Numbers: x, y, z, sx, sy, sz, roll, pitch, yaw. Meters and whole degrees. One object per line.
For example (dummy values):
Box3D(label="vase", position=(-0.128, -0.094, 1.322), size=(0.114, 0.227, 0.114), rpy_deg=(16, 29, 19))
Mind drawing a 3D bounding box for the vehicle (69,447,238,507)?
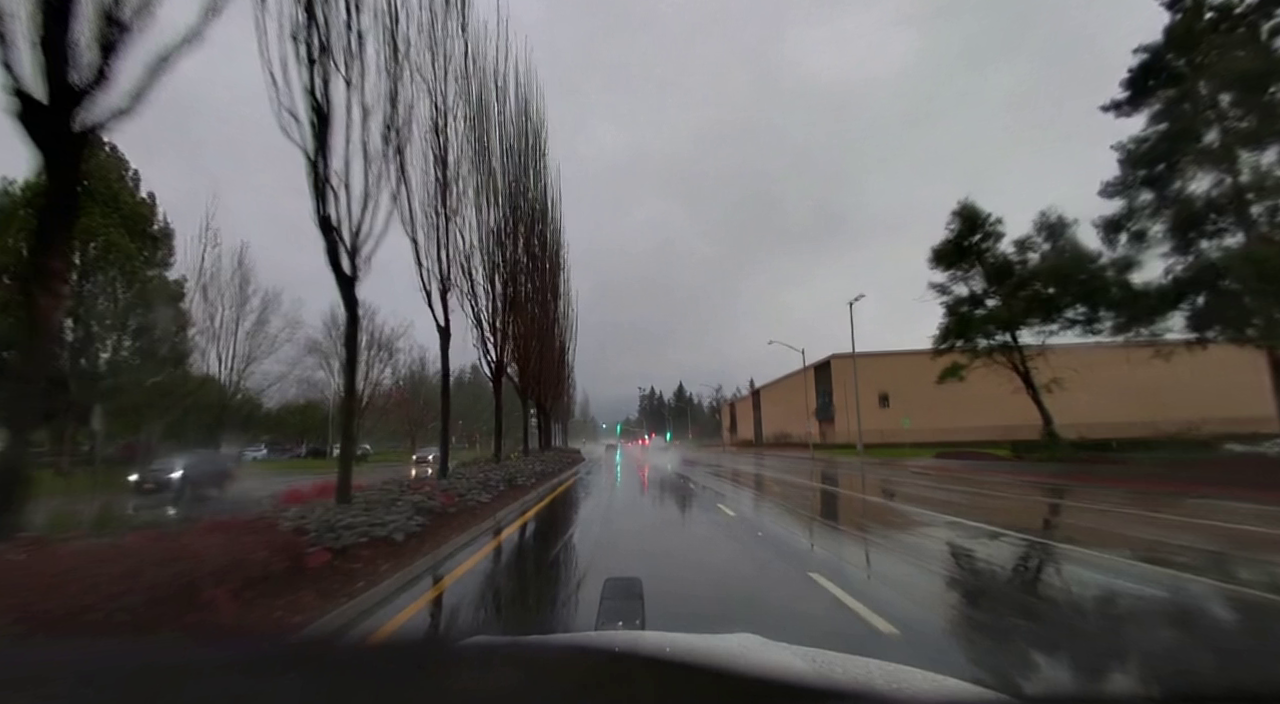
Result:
Box3D(label="vehicle", position=(-18.589, 4.751, 24.648), size=(2.155, 2.011, 5.707), rpy_deg=(0, -8, -2))
